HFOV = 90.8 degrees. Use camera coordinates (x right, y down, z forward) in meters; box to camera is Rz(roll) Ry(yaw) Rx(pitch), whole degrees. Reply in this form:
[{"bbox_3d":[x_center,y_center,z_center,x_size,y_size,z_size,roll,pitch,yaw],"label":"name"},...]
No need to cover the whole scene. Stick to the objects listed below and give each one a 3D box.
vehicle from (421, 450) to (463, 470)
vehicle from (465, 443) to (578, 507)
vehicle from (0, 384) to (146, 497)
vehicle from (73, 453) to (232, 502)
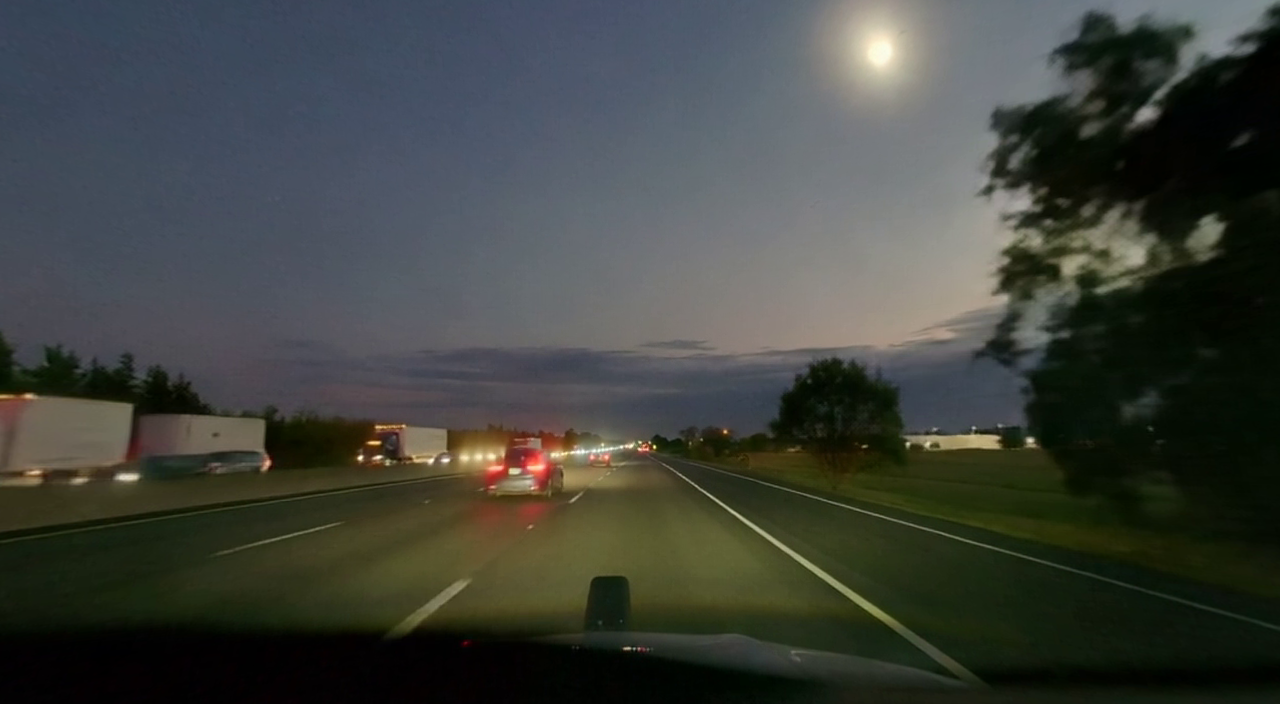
[{"bbox_3d":[-15.481,8.426,49.472,1.904,1.501,4.158,0,-9,0],"label":"vehicle"},{"bbox_3d":[-3.000,3.235,17.018,2.110,1.500,4.259,0,-9,1],"label":"vehicle"},{"bbox_3d":[-23.424,3.191,22.661,3.037,3.822,10.142,0,-9,0],"label":"vehicle"},{"bbox_3d":[-15.464,3.960,20.364,1.836,1.395,4.120,0,-9,0],"label":"vehicle"}]
